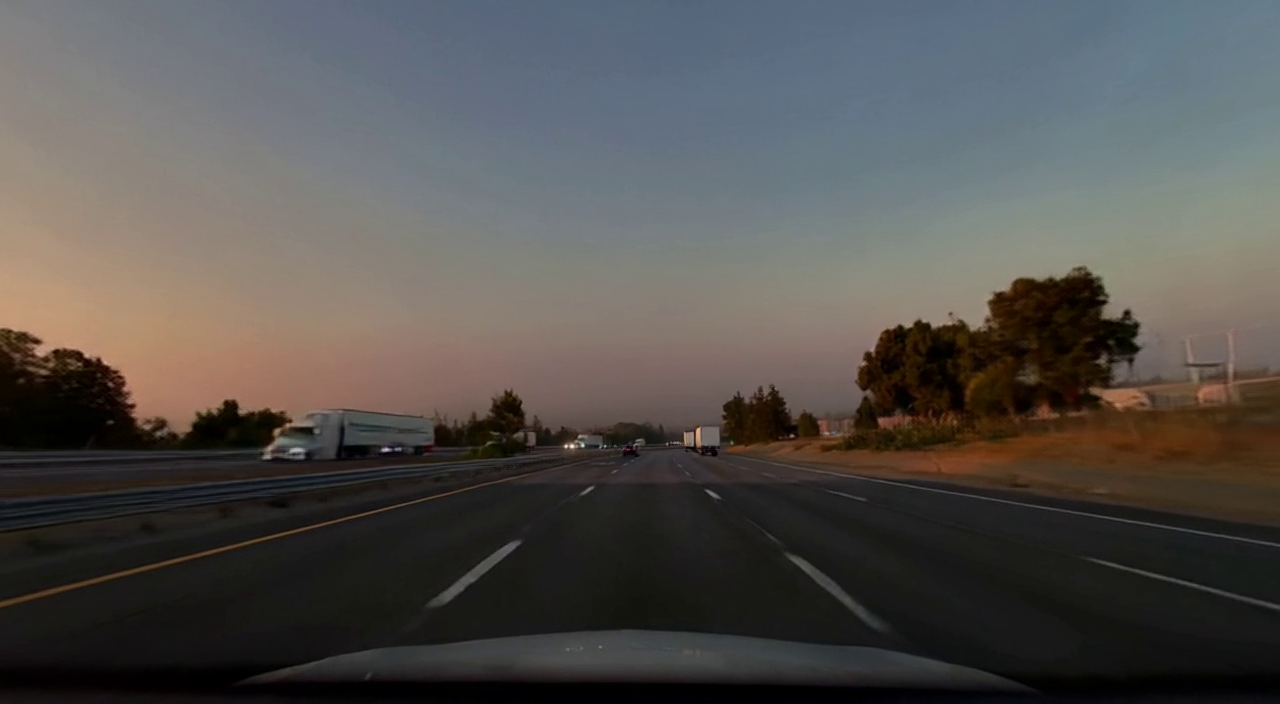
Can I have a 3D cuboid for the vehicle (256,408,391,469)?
[{"bbox_3d":[-23.648,6.730,48.582,2.876,3.974,13.373,-1,-8,3],"label":"vehicle"}]
